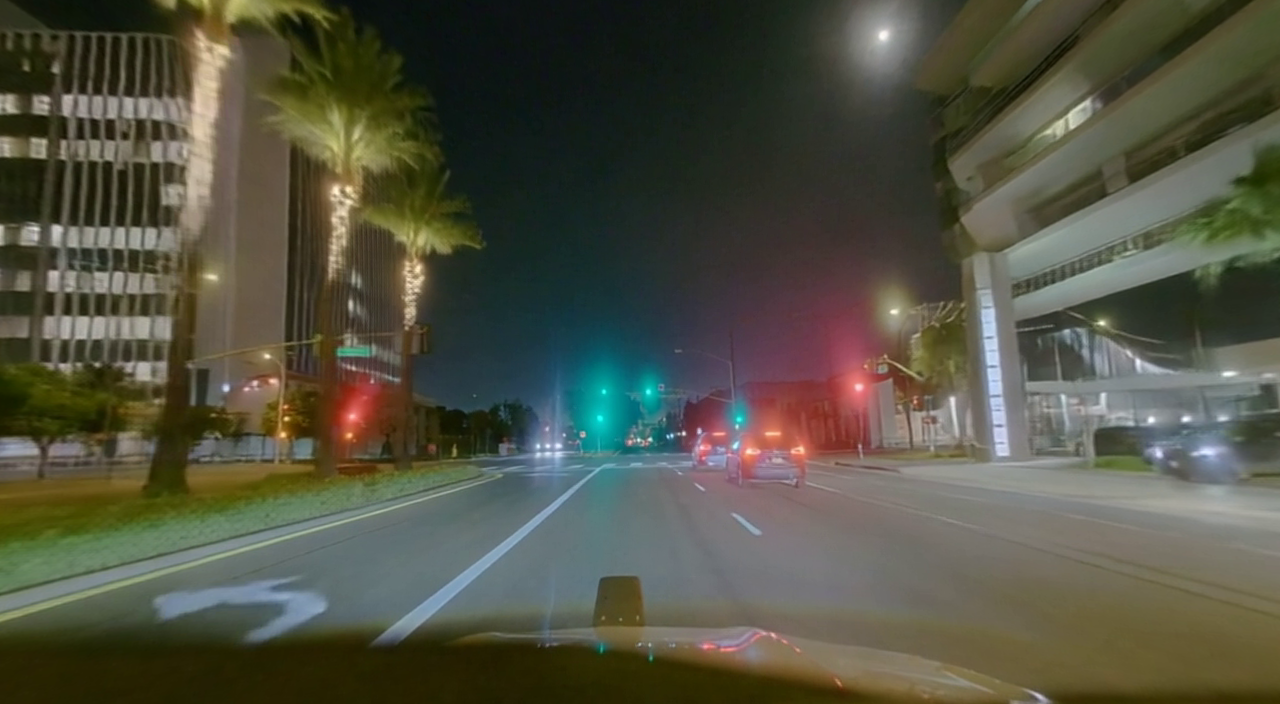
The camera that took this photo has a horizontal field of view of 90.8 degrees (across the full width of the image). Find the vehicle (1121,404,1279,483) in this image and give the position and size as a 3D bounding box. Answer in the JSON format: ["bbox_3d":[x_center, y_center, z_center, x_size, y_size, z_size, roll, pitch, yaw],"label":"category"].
[{"bbox_3d":[15.468,2.355,16.262,4.503,1.878,2.011,0,-9,-2],"label":"vehicle"}]

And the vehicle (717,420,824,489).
[{"bbox_3d":[3.657,2.997,18.755,2.060,1.756,4.770,0,-8,-1],"label":"vehicle"}]
